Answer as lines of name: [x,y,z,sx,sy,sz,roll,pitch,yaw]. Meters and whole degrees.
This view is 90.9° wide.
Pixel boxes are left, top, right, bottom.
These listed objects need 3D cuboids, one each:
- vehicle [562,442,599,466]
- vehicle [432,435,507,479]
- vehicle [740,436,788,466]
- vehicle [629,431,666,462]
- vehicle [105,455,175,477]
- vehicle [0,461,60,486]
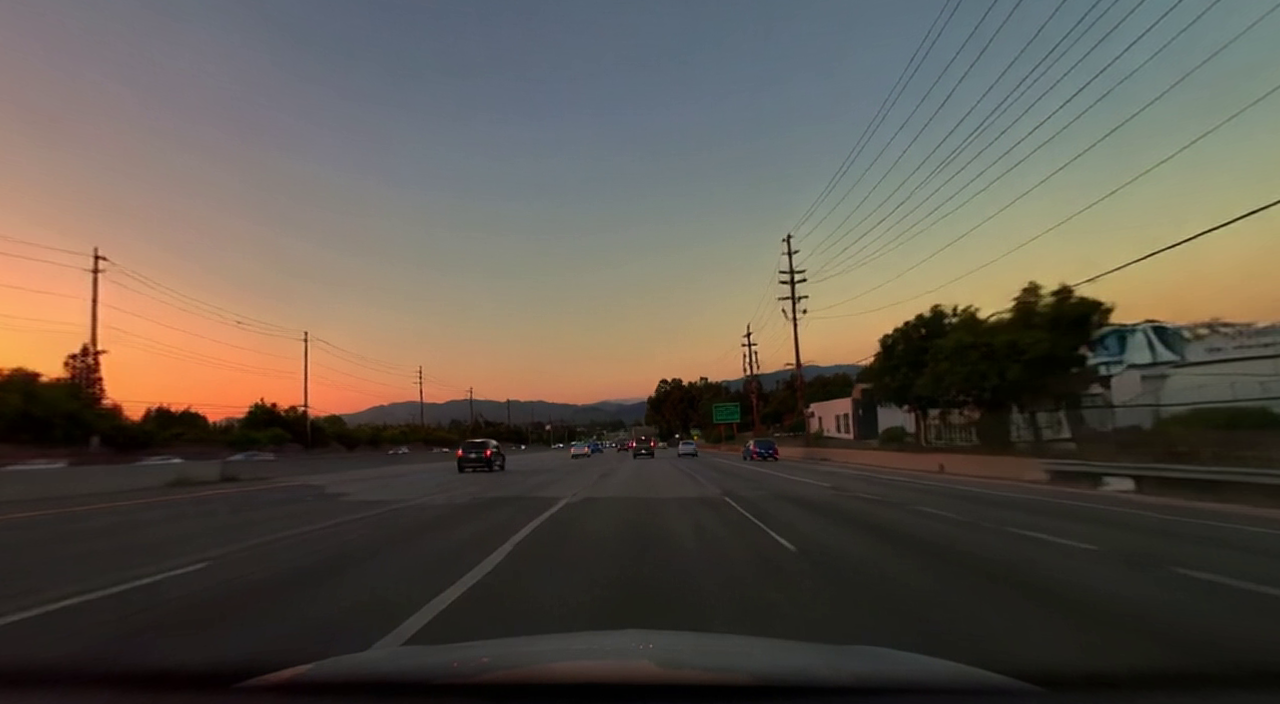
vehicle: [-3.785,6.550,40.737,1.979,1.469,4.378,0,-8,0]
vehicle: [-7.322,4.546,27.511,2.007,1.732,4.395,0,-8,0]
vehicle: [7.323,5.879,37.623,1.937,1.698,4.322,0,-8,-1]
vehicle: [0.480,7.151,47.698,2.622,2.208,5.320,0,-8,-1]
vehicle: [-37.143,8.476,46.963,1.751,1.460,4.239,0,-8,0]
vehicle: [-40.685,7.896,41.201,1.721,1.452,4.006,0,-8,0]
